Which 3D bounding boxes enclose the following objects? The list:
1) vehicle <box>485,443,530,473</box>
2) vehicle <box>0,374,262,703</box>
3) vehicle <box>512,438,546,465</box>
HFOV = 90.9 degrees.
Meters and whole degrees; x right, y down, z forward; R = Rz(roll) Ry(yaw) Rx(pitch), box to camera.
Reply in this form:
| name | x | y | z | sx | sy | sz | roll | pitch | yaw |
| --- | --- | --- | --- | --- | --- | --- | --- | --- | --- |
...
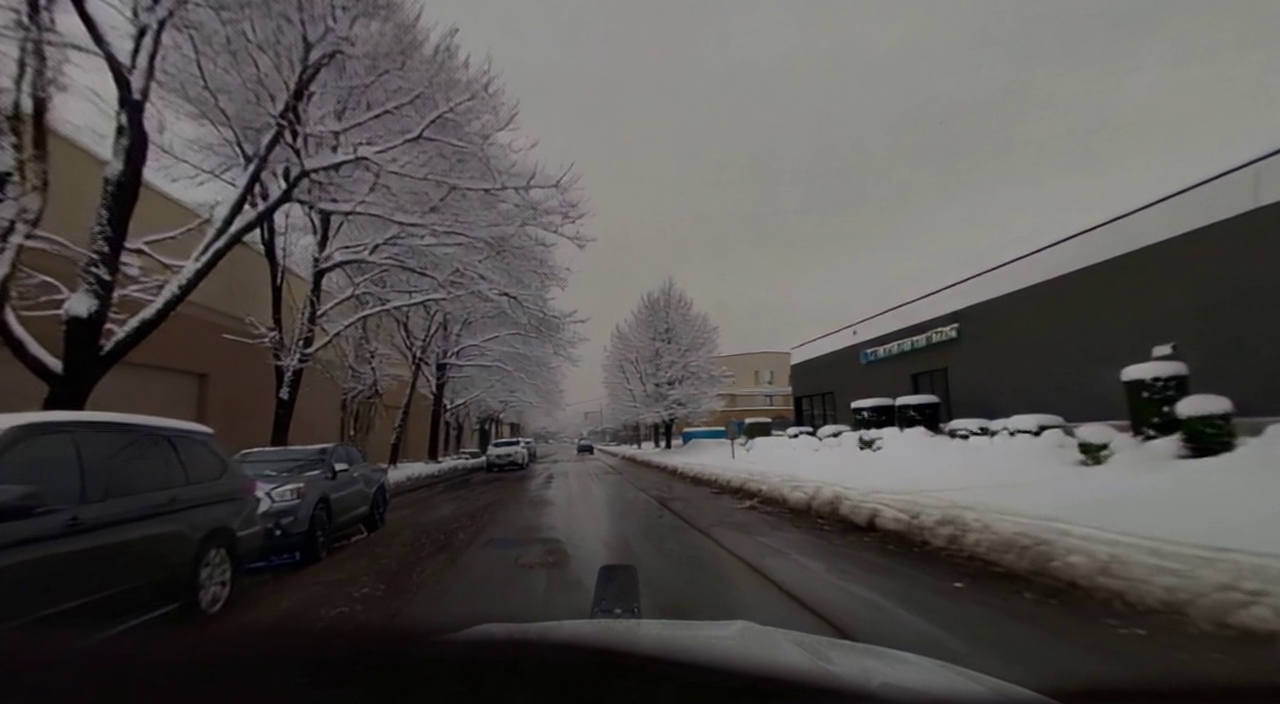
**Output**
| name | x | y | z | sx | sy | sz | roll | pitch | yaw |
| --- | --- | --- | --- | --- | --- | --- | --- | --- | --- |
| vehicle | -7.749 | 6.248 | 37.285 | 2.040 | 1.501 | 4.440 | -3 | -9 | -6 |
| vehicle | -4.056 | 1.074 | 3.289 | 1.902 | 1.712 | 4.729 | -2 | -9 | -9 |
| vehicle | -8.650 | 7.792 | 49.293 | 2.161 | 1.843 | 5.181 | -3 | -9 | -6 |
